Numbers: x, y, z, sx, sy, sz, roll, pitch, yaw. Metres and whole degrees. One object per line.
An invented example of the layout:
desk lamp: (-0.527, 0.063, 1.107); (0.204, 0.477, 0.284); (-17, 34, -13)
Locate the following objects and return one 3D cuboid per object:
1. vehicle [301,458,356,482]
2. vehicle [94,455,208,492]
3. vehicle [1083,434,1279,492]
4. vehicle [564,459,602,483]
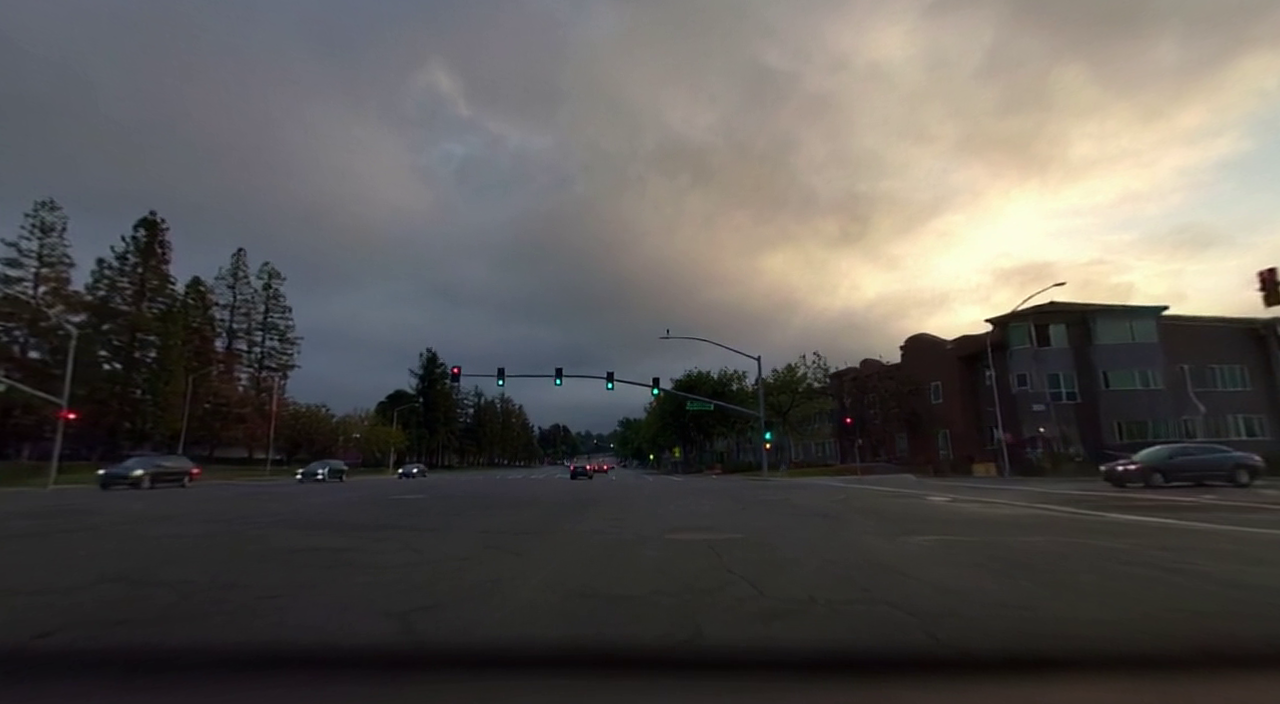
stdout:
vehicle: (-21.533, 8.173, 43.858); (1.774, 1.518, 3.953); (0, -9, 1)
vehicle: (-21.575, 5.336, 28.071); (1.945, 1.466, 3.809); (0, -9, 1)
vehicle: (18.097, 3.653, 20.971); (5.003, 1.786, 2.369); (0, -8, -2)
vehicle: (-3.738, 7.864, 42.021); (2.073, 1.445, 4.151); (0, -8, 1)
